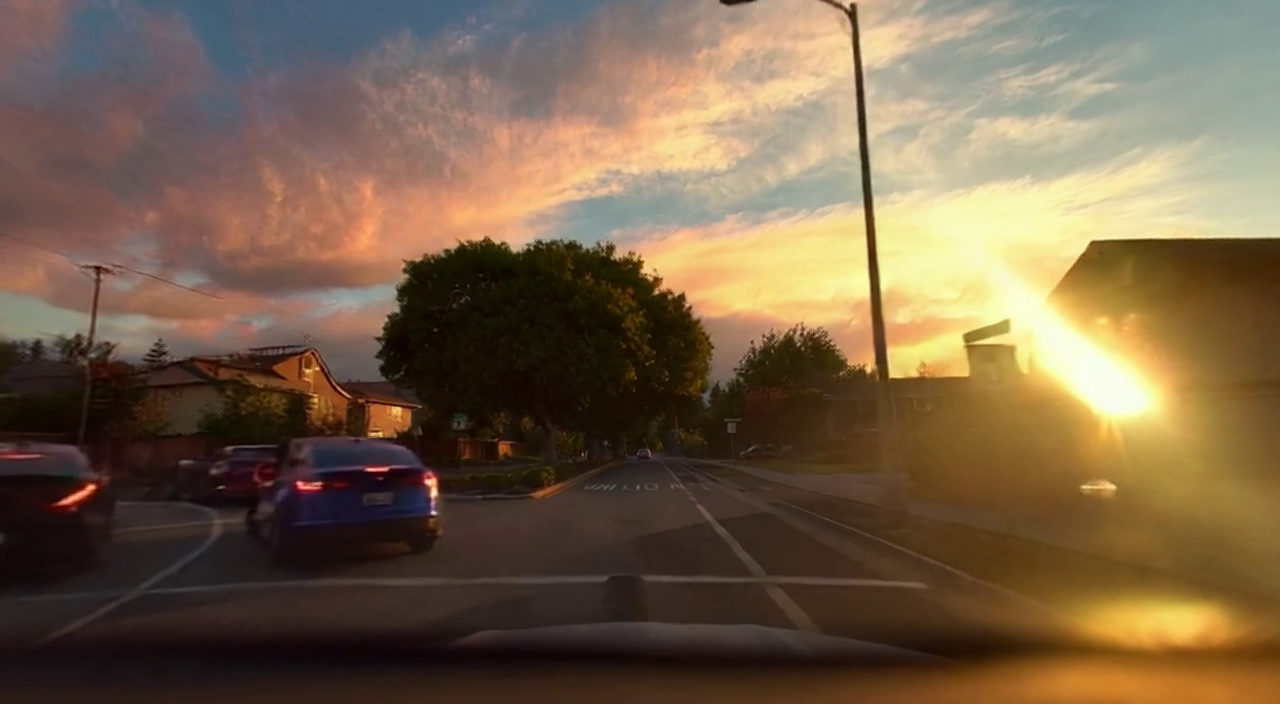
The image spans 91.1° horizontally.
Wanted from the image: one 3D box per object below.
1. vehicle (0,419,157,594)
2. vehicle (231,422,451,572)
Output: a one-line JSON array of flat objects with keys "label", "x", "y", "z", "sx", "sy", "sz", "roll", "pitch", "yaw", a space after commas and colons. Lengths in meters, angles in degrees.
[{"label": "vehicle", "x": -7.923, "y": 1.780, "z": 7.976, "sx": 2.043, "sy": 1.675, "sz": 4.816, "roll": 5, "pitch": -10, "yaw": -29}, {"label": "vehicle", "x": -4.386, "y": 1.962, "z": 9.406, "sx": 2.290, "sy": 1.653, "sz": 4.127, "roll": 4, "pitch": -9, "yaw": -25}]
